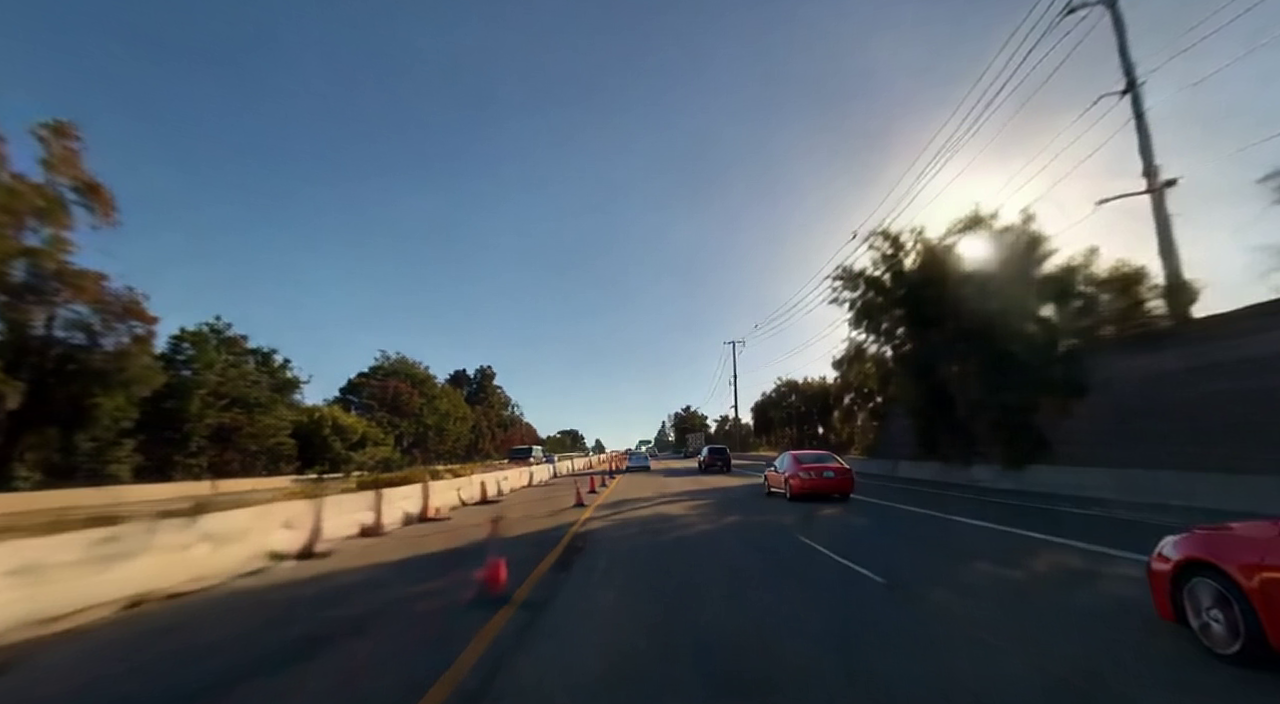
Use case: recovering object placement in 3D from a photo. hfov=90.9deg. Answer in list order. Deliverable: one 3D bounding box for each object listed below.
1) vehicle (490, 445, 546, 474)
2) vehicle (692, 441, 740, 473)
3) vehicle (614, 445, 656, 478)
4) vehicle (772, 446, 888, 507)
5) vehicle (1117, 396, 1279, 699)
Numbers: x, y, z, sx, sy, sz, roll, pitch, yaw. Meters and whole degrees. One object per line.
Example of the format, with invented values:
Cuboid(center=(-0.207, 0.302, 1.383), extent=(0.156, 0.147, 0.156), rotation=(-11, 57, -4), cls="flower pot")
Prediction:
Cuboid(center=(-7.604, 6.738, 39.862), extent=(2.308, 1.694, 4.945), rotation=(-1, -8, 2), cls="vehicle")
Cuboid(center=(4.946, 6.929, 41.965), extent=(2.559, 1.943, 5.610), rotation=(0, -8, 1), cls="vehicle")
Cuboid(center=(-0.214, 5.755, 33.484), extent=(2.096, 1.583, 4.150), rotation=(0, -8, 1), cls="vehicle")
Cuboid(center=(4.956, 3.280, 17.093), extent=(1.881, 1.409, 4.016), rotation=(0, -8, 0), cls="vehicle")
Cuboid(center=(4.331, 0.837, 2.054), extent=(1.997, 1.568, 4.529), rotation=(0, -8, 0), cls="vehicle")
